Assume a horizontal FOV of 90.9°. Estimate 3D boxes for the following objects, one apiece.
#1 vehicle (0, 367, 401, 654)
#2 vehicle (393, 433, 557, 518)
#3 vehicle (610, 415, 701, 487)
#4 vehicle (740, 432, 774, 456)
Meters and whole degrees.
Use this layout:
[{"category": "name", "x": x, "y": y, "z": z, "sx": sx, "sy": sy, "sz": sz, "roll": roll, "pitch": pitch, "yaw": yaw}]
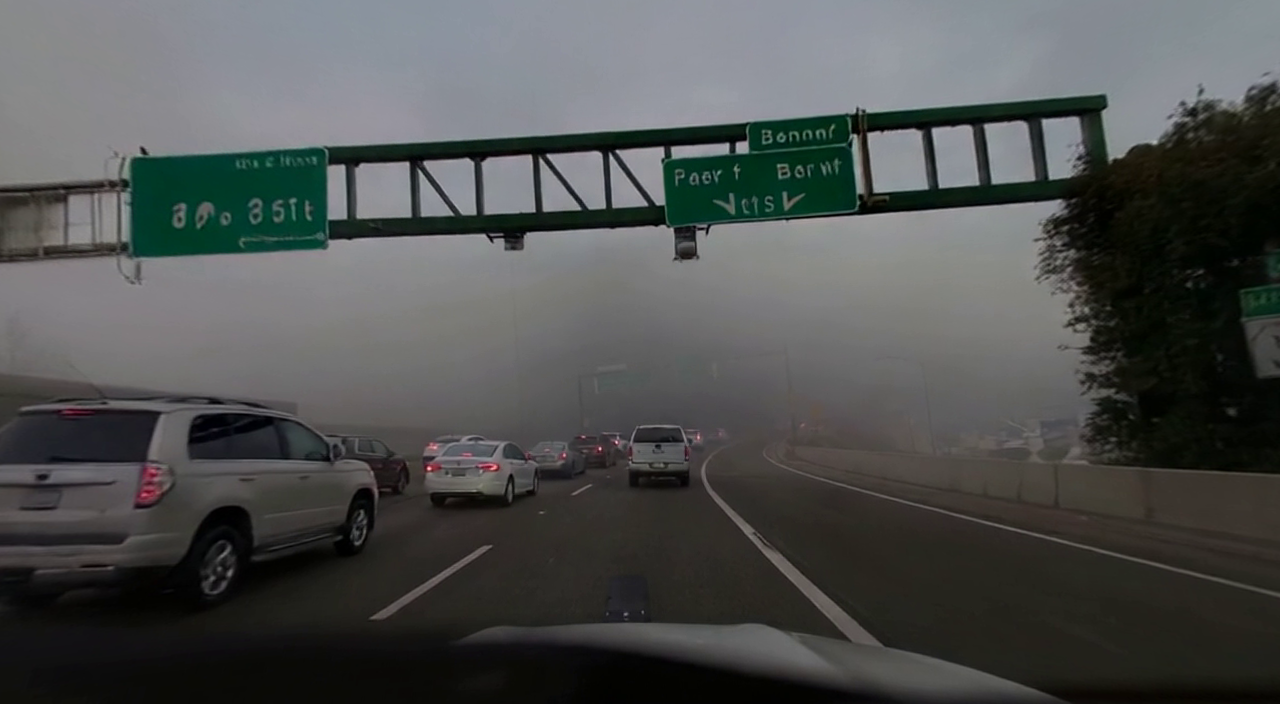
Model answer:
[{"category": "vehicle", "x": -4.134, "y": 1.334, "z": 6.259, "sx": 1.850, "sy": 1.862, "sz": 4.150, "roll": 0, "pitch": -9, "yaw": 0}, {"category": "vehicle", "x": -3.286, "y": 2.586, "z": 13.814, "sx": 1.998, "sy": 1.494, "sz": 5.020, "roll": 0, "pitch": -9, "yaw": 3}, {"category": "vehicle", "x": 0.602, "y": 3.310, "z": 21.237, "sx": 2.616, "sy": 2.063, "sz": 5.933, "roll": 0, "pitch": -9, "yaw": 3}, {"category": "vehicle", "x": 8.905, "y": 6.974, "z": 47.731, "sx": 2.329, "sy": 1.760, "sz": 4.525, "roll": -2, "pitch": -9, "yaw": 12}]
